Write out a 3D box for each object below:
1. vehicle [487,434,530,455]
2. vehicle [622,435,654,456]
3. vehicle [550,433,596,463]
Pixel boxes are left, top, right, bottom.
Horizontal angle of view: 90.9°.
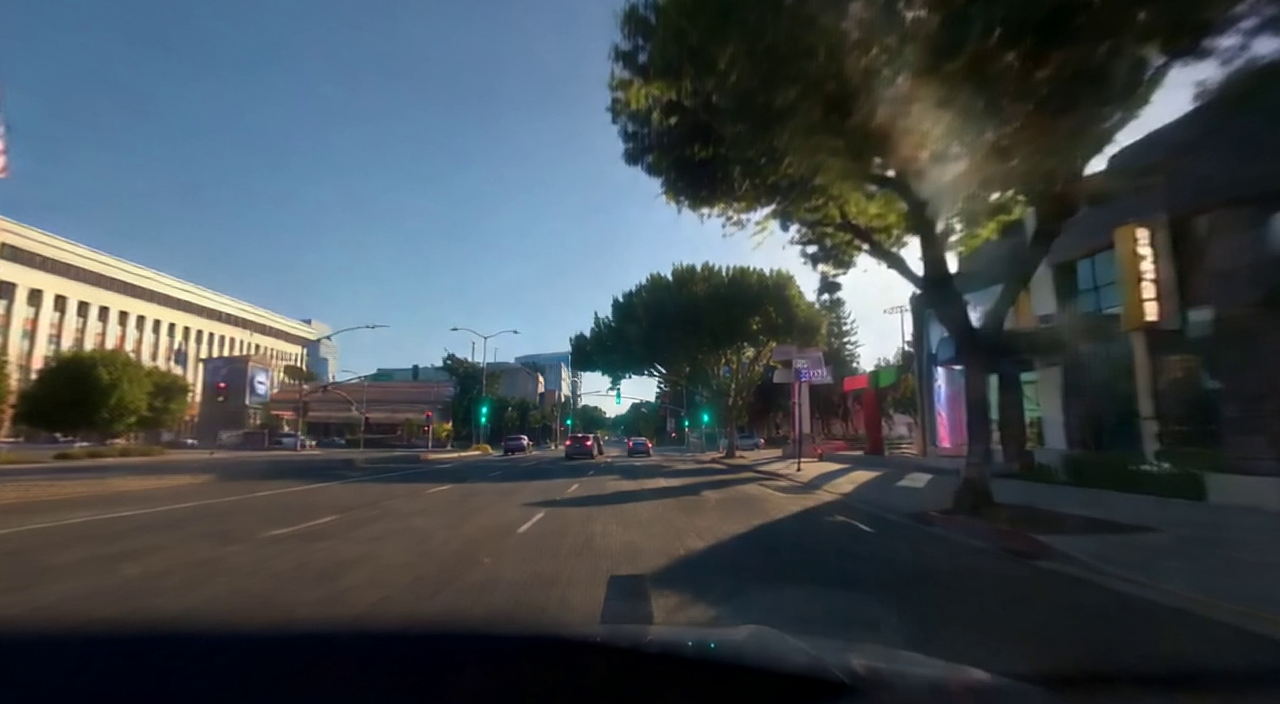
[{"bbox_3d":[-9.965,7.066,48.111,2.096,1.474,4.585,0,-8,3],"label":"vehicle"},{"bbox_3d":[-0.130,6.945,47.057,2.258,1.507,3.896,0,-7,2],"label":"vehicle"},{"bbox_3d":[-3.573,5.251,34.559,2.029,1.517,4.375,0,-8,0],"label":"vehicle"}]
